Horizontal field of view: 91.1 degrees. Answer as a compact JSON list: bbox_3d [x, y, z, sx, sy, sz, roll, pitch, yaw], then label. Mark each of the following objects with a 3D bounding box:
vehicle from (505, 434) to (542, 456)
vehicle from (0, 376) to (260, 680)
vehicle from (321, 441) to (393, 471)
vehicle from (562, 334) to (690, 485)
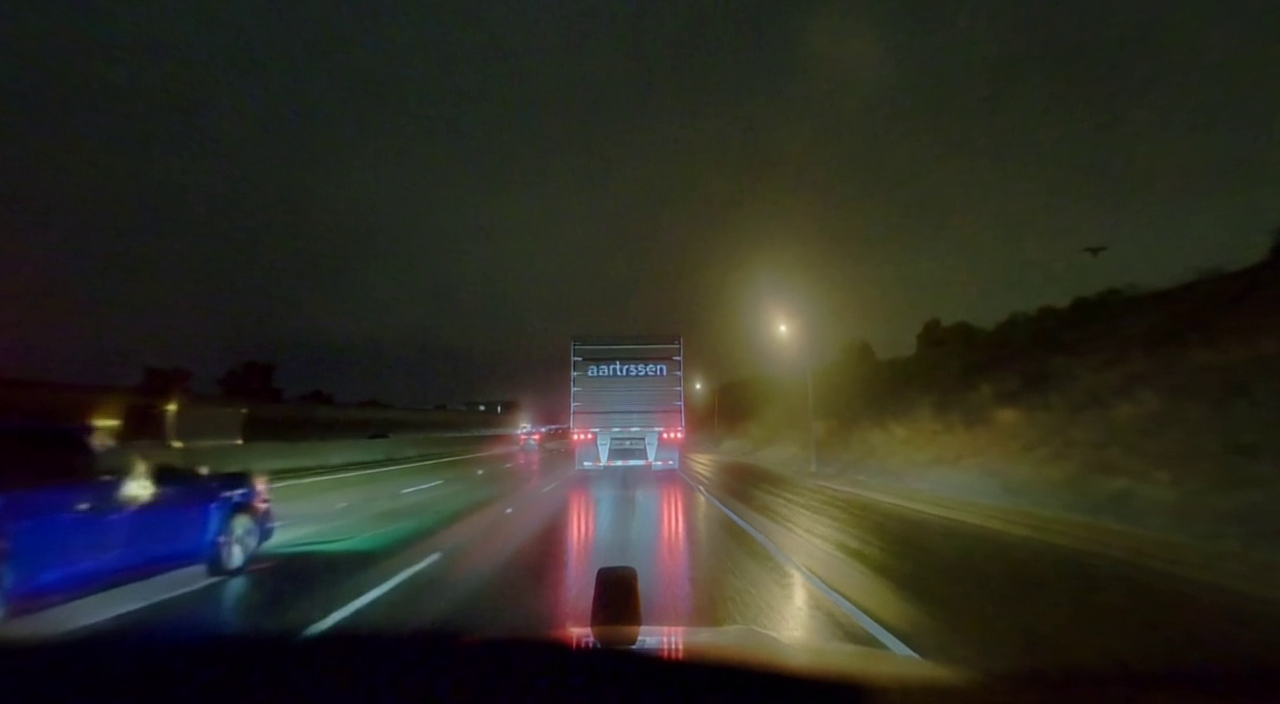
[{"bbox_3d":[-8.604,6.889,46.695,1.940,1.488,3.976,0,-8,0],"label":"vehicle"},{"bbox_3d":[-4.510,0.939,3.256,2.052,1.639,4.894,0,-8,0],"label":"vehicle"},{"bbox_3d":[-16.004,5.877,35.830,1.924,1.498,4.565,0,-8,0],"label":"vehicle"},{"bbox_3d":[-0.418,2.247,22.482,3.442,4.106,10.719,0,-8,0],"label":"vehicle"}]
